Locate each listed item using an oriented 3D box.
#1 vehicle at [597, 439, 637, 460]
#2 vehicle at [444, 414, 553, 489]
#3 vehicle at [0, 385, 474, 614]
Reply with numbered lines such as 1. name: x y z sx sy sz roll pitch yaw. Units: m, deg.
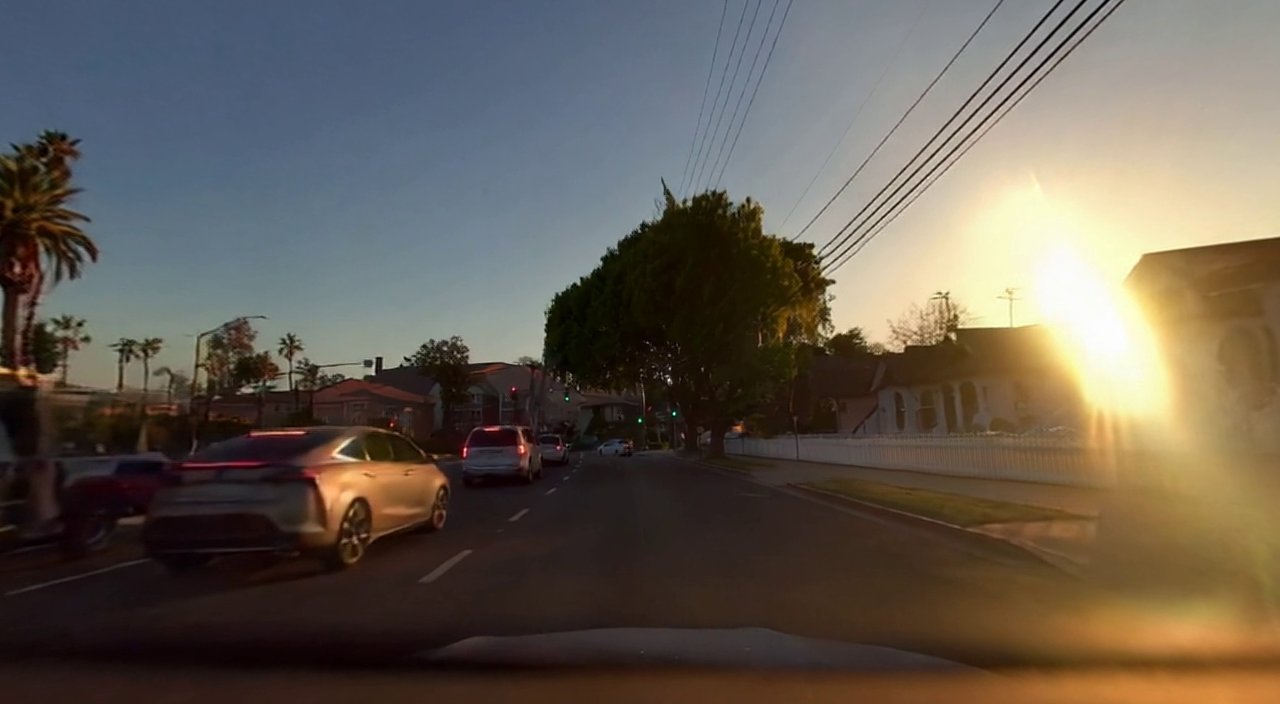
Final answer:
1. vehicle: -1.475 5.945 38.569 2.131 1.222 3.868 0 -8 -7
2. vehicle: -3.971 2.901 18.687 2.144 1.877 4.899 -1 -8 -1
3. vehicle: -3.601 1.380 6.868 2.181 1.636 4.504 -1 -8 2
